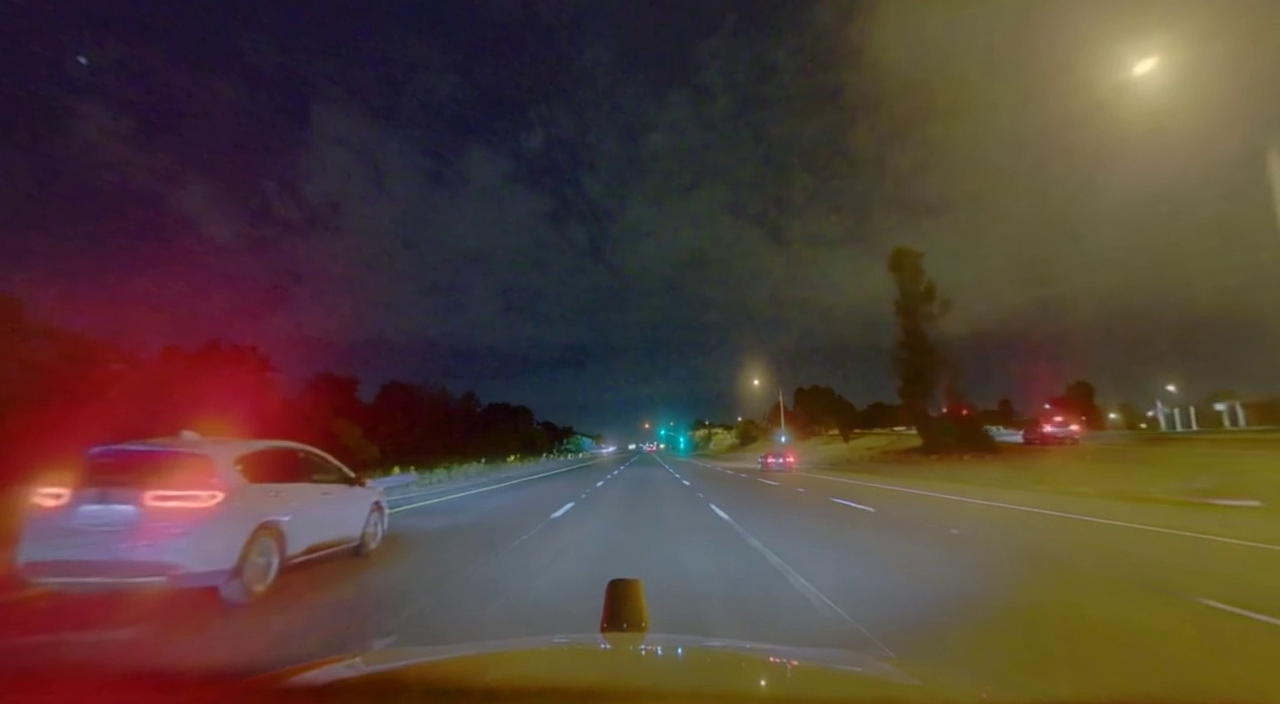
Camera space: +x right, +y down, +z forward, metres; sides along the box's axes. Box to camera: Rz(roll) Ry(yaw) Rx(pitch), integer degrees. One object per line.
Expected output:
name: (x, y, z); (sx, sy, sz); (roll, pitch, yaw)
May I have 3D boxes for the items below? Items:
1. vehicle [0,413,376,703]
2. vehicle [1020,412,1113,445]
vehicle: (-4.133, 1.371, 5.116); (2.021, 1.526, 4.385); (0, -8, 1)
vehicle: (23.956, 4.374, 35.656); (2.235, 1.713, 4.397); (0, -8, 2)
